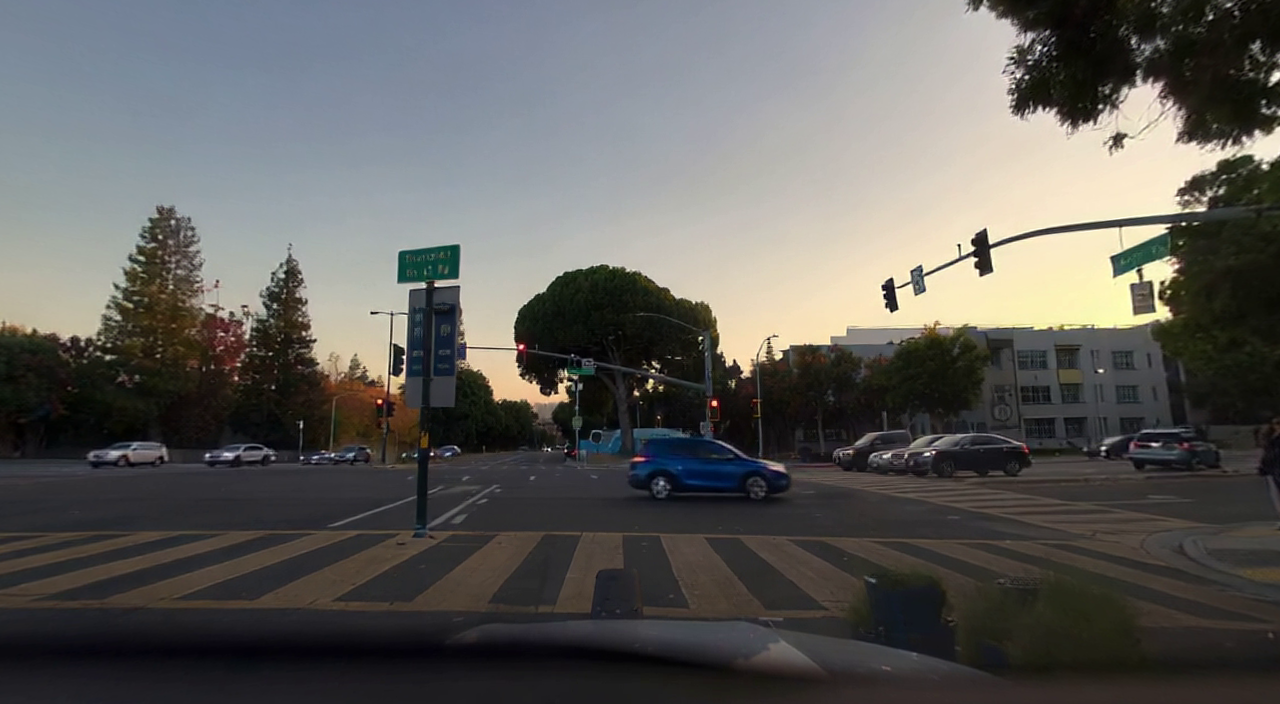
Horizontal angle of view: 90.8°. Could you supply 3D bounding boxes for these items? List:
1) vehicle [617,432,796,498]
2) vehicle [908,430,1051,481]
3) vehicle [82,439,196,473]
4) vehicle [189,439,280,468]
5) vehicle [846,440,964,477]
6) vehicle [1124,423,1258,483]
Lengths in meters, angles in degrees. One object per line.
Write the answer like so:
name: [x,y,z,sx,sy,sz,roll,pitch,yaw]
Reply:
vehicle: [1.715,2.896,16.400,4.312,1.540,2.007,-1,-8,8]
vehicle: [12.911,3.917,24.066,4.742,1.762,2.180,3,-9,-22]
vehicle: [-31.195,6.463,39.693,2.456,1.961,5.978,0,-8,-3]
vehicle: [-27.828,6.970,43.660,2.388,1.858,6.056,0,-8,-2]
vehicle: [11.507,4.612,27.551,4.317,1.491,1.896,2,-9,-11]
vehicle: [18.663,3.383,21.351,4.509,1.821,2.066,5,-10,-33]
